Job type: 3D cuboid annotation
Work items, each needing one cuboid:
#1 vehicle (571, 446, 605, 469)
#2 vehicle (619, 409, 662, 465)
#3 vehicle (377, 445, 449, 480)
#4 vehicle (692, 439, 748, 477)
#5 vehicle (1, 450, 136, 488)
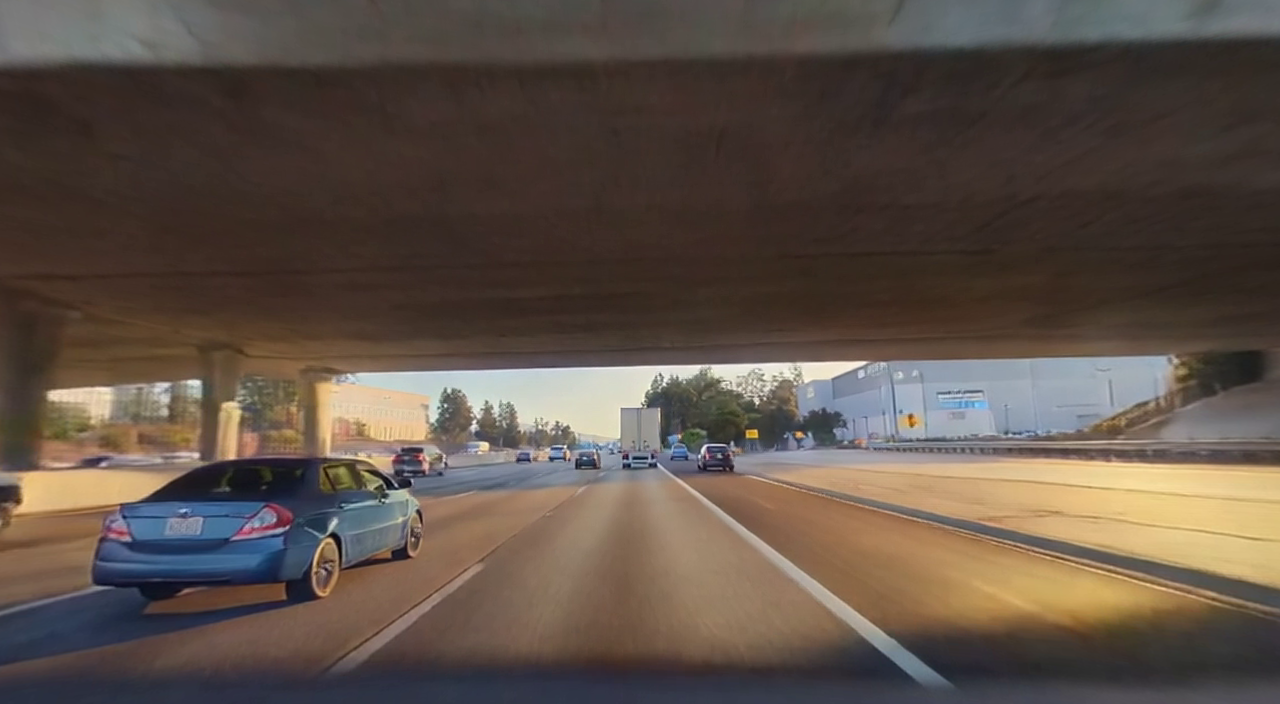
[{"bbox_3d":[-3.710,7.608,45.496,2.083,1.576,4.307,0,-9,0],"label":"vehicle"},{"bbox_3d":[0.152,6.799,49.623,3.012,3.928,10.262,0,-9,1],"label":"vehicle"},{"bbox_3d":[-11.231,5.468,31.499,1.966,1.627,4.258,0,-9,1],"label":"vehicle"},{"bbox_3d":[3.823,5.170,30.911,2.107,1.707,4.445,0,-9,0],"label":"vehicle"},{"bbox_3d":[-27.704,5.650,30.796,2.052,1.716,4.732,0,-9,1],"label":"vehicle"}]
